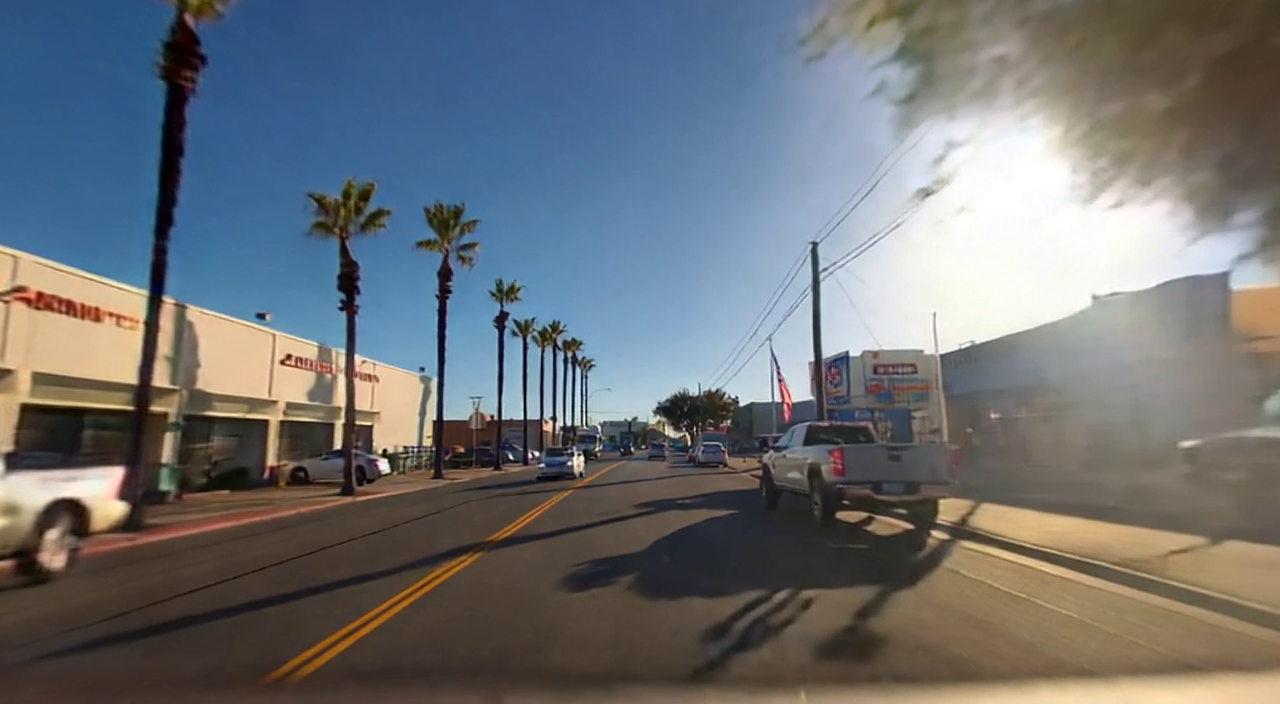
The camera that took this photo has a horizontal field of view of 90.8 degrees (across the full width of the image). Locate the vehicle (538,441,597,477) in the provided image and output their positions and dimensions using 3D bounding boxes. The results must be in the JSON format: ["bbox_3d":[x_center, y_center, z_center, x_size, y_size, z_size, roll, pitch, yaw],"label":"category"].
[{"bbox_3d":[-3.242,4.877,29.138,2.033,1.492,4.477,-1,-8,2],"label":"vehicle"}]

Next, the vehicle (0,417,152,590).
[{"bbox_3d":[-7.939,1.585,6.199,2.105,1.836,5.338,-3,-9,-1],"label":"vehicle"}]

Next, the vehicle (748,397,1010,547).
[{"bbox_3d":[3.699,2.043,11.507,2.345,1.969,6.070,0,-8,-1],"label":"vehicle"}]

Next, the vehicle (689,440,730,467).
[{"bbox_3d":[4.451,6.544,41.029,2.111,1.611,4.576,0,-8,0],"label":"vehicle"}]

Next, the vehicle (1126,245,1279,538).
[{"bbox_3d":[8.156,0.191,5.166,2.993,3.033,6.781,-1,-8,2],"label":"vehicle"}]

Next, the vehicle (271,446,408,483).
[{"bbox_3d":[-13.683,5.138,28.977,5.187,1.563,2.095,0,-8,1],"label":"vehicle"}]
